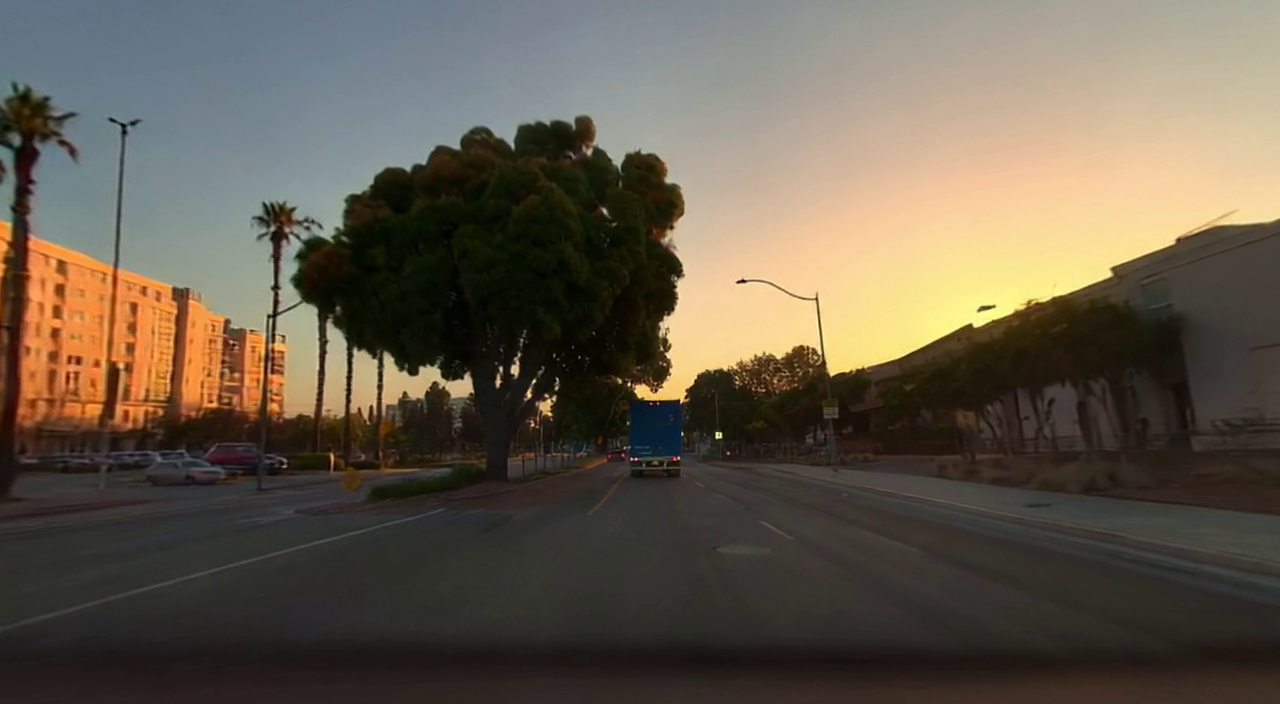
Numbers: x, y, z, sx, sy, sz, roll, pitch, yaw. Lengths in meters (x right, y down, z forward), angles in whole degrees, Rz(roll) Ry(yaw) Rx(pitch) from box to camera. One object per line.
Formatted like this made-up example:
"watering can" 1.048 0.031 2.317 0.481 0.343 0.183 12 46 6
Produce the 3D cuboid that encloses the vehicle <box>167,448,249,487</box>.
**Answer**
"vehicle" -24.895 6.606 36.309 1.715 2.103 3.719 -1 -9 7

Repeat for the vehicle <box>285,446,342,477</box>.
"vehicle" -24.337 8.148 46.977 1.677 2.145 4.698 0 -9 0

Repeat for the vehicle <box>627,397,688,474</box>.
"vehicle" 0.774 5.194 38.227 2.992 3.949 11.815 0 -9 -2
